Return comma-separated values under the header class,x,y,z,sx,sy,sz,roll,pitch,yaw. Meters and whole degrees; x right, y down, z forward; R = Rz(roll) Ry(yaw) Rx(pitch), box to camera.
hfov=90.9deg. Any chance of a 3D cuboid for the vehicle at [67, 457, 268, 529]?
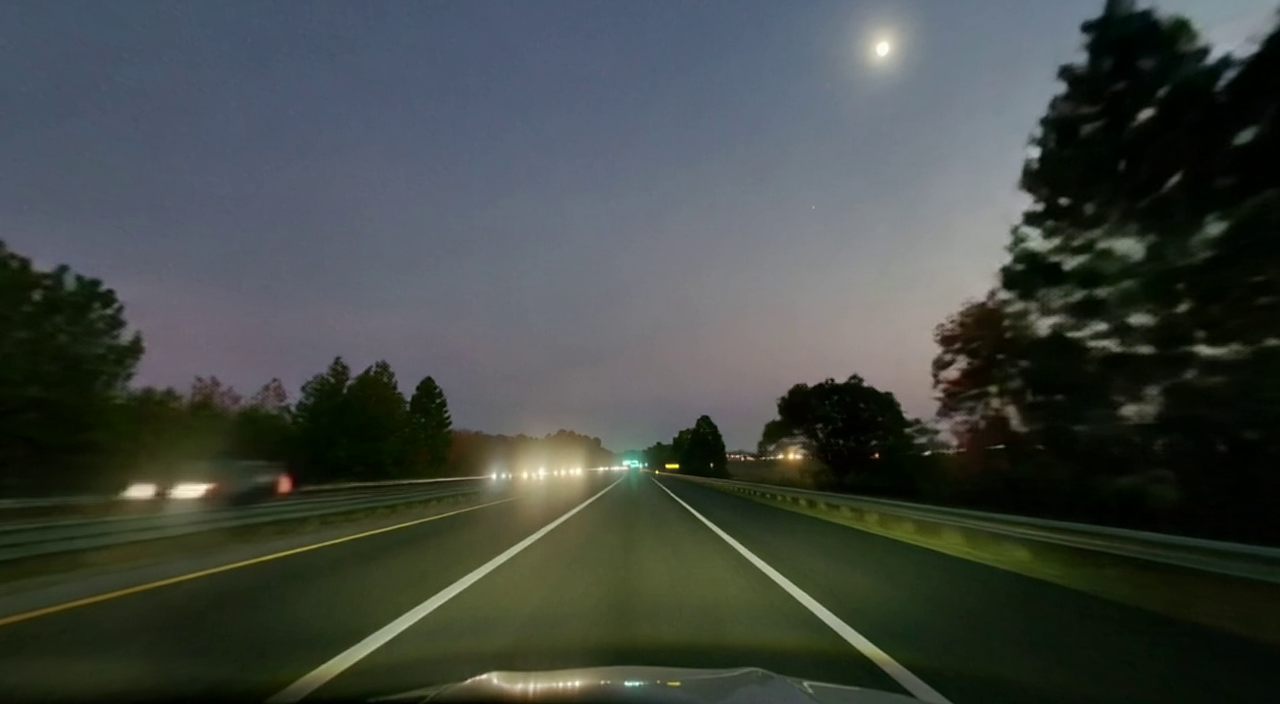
class,x,y,z,sx,sy,sz,roll,pitch,yaw
vehicle,-12.722,3.810,17.459,2.000,1.682,4.526,1,-11,0
